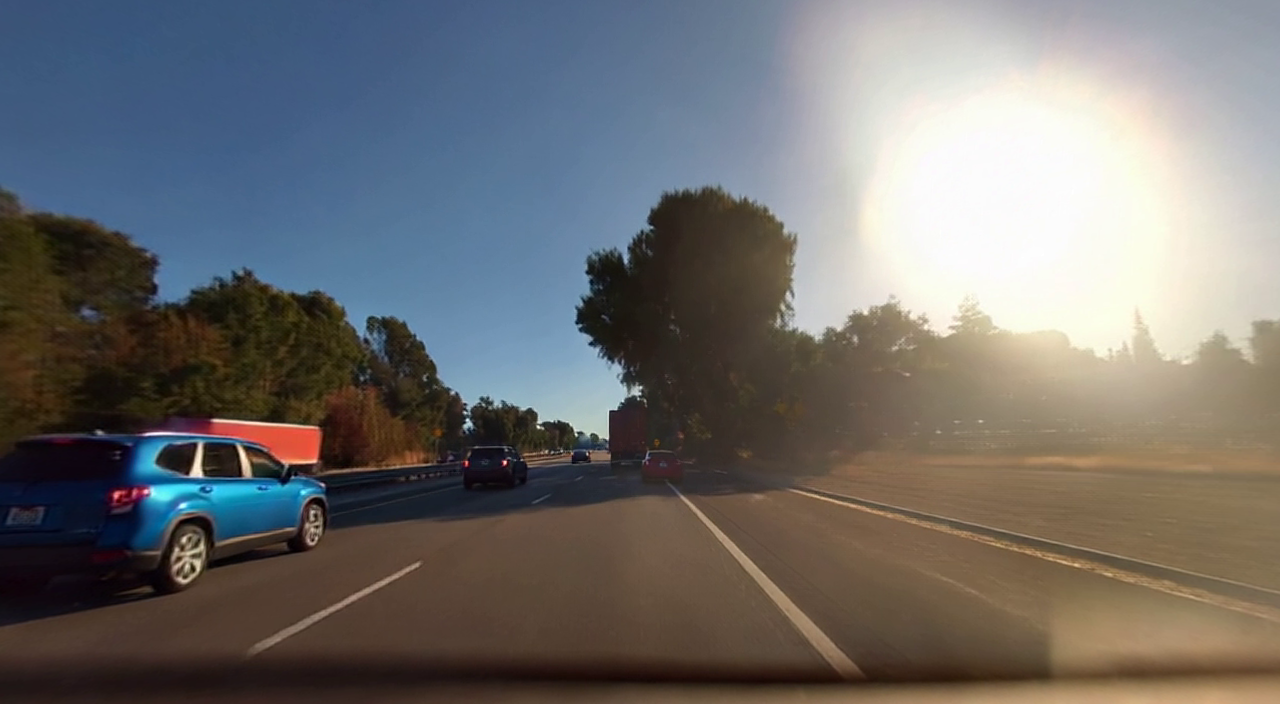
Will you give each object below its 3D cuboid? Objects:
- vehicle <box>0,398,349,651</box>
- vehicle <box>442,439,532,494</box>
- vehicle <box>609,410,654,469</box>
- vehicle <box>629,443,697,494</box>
[{"bbox_3d":[-4.974,1.472,6.308,2.100,1.671,4.105,0,-9,0],"label":"vehicle"},{"bbox_3d":[-5.079,3.849,21.456,2.035,1.664,4.064,0,-9,0],"label":"vehicle"},{"bbox_3d":[-0.755,6.958,49.154,3.113,4.066,10.786,0,-9,-2],"label":"vehicle"},{"bbox_3d":[0.657,3.835,20.954,2.026,1.489,4.045,0,-9,-1],"label":"vehicle"}]
